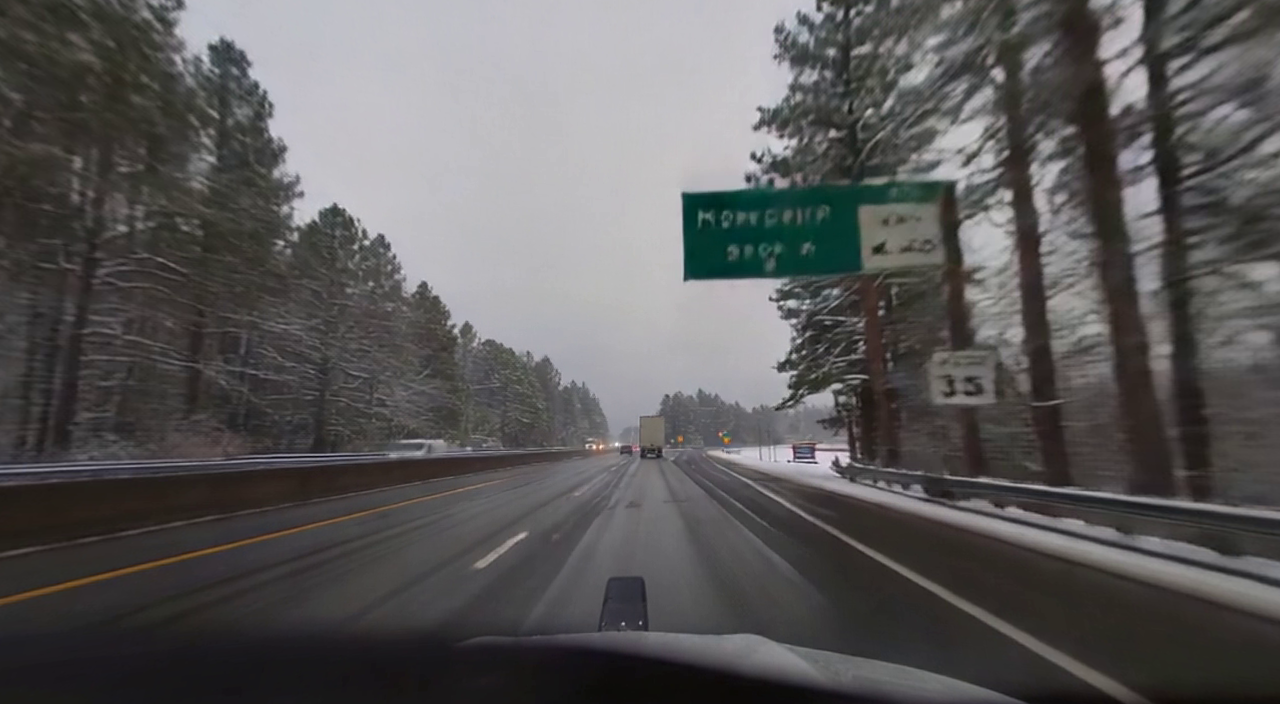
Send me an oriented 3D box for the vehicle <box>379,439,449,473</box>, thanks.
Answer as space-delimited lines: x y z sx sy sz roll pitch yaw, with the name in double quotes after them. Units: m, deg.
-11.313 5.218 31.921 1.959 1.563 4.426 0 -8 0 "vehicle"
